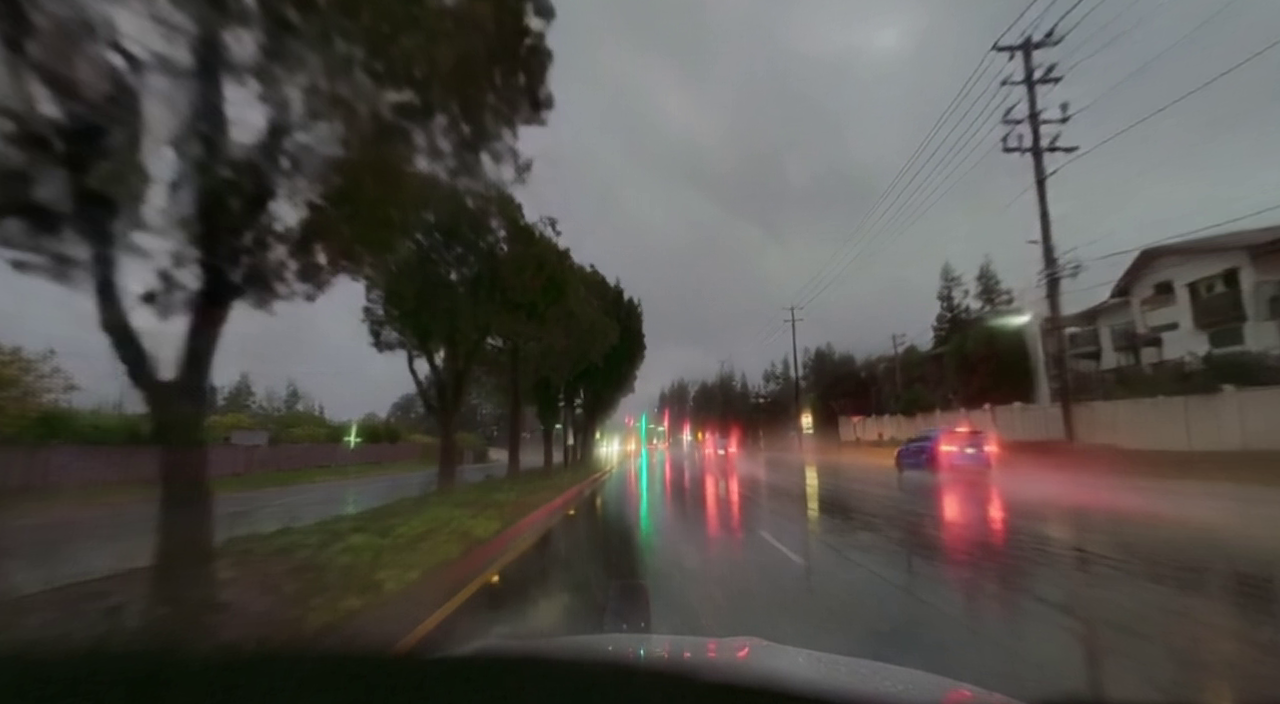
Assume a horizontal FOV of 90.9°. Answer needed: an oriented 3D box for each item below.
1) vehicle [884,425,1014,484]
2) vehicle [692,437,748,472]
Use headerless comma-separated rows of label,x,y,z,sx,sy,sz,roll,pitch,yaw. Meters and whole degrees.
vehicle,9.955,3.325,20.758,1.978,1.700,4.461,0,-8,0
vehicle,3.634,4.763,29.381,2.063,1.481,4.247,0,-8,0
